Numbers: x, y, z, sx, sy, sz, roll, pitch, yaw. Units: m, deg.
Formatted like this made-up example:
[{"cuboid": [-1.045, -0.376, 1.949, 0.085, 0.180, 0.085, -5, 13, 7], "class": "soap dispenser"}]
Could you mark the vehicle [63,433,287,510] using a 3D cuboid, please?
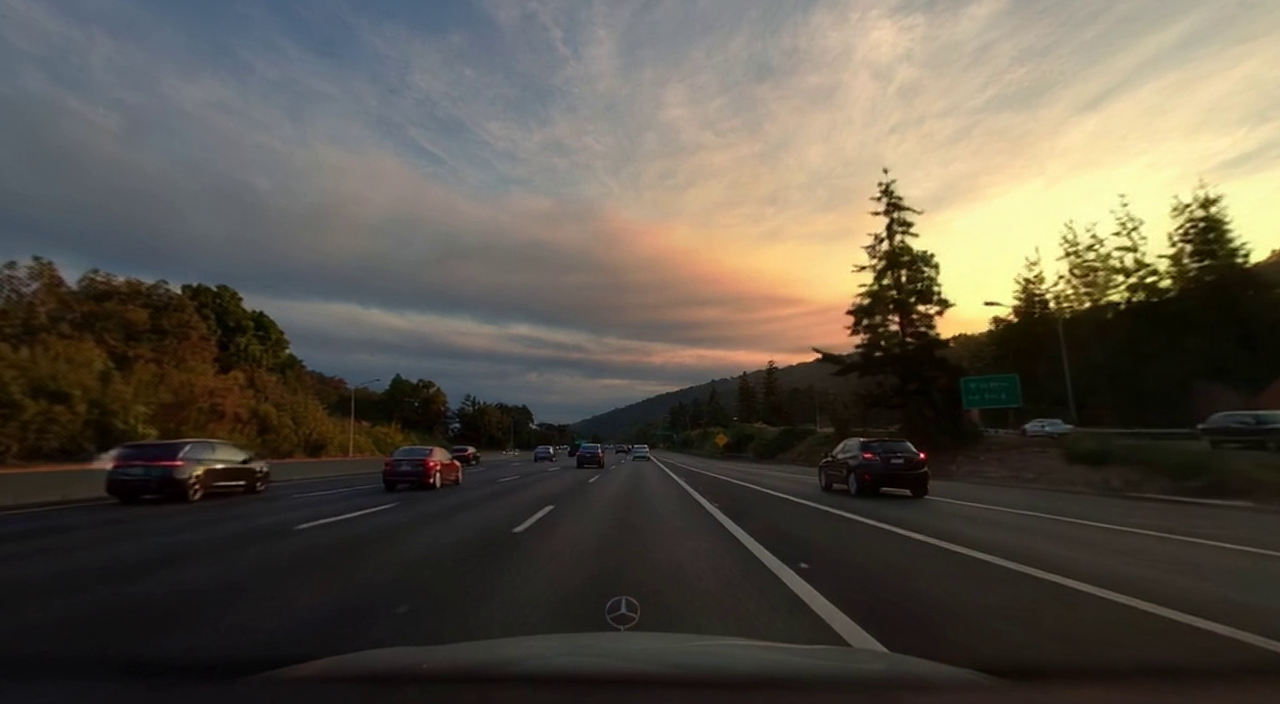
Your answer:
[{"cuboid": [-11.141, 2.883, 15.647, 2.107, 1.628, 4.446, 0, -9, 1], "class": "vehicle"}]

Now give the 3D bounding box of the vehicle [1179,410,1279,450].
[{"cuboid": [25.980, 3.393, 26.943, 1.884, 1.571, 4.352, 0, -9, -1], "class": "vehicle"}]

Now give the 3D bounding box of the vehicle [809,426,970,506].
[{"cuboid": [6.387, 3.004, 16.940, 2.259, 1.816, 4.862, 0, -9, -1], "class": "vehicle"}]

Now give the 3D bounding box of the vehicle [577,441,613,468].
[{"cuboid": [-3.422, 7.888, 48.676, 2.288, 1.962, 5.119, 0, -9, 1], "class": "vehicle"}]

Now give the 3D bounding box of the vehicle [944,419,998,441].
[{"cuboid": [25.810, 6.118, 49.260, 1.878, 1.569, 4.144, 0, -9, -1], "class": "vehicle"}]

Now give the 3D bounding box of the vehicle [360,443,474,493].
[{"cuboid": [-7.362, 3.867, 21.385, 2.071, 1.486, 4.703, 0, -9, 1], "class": "vehicle"}]
